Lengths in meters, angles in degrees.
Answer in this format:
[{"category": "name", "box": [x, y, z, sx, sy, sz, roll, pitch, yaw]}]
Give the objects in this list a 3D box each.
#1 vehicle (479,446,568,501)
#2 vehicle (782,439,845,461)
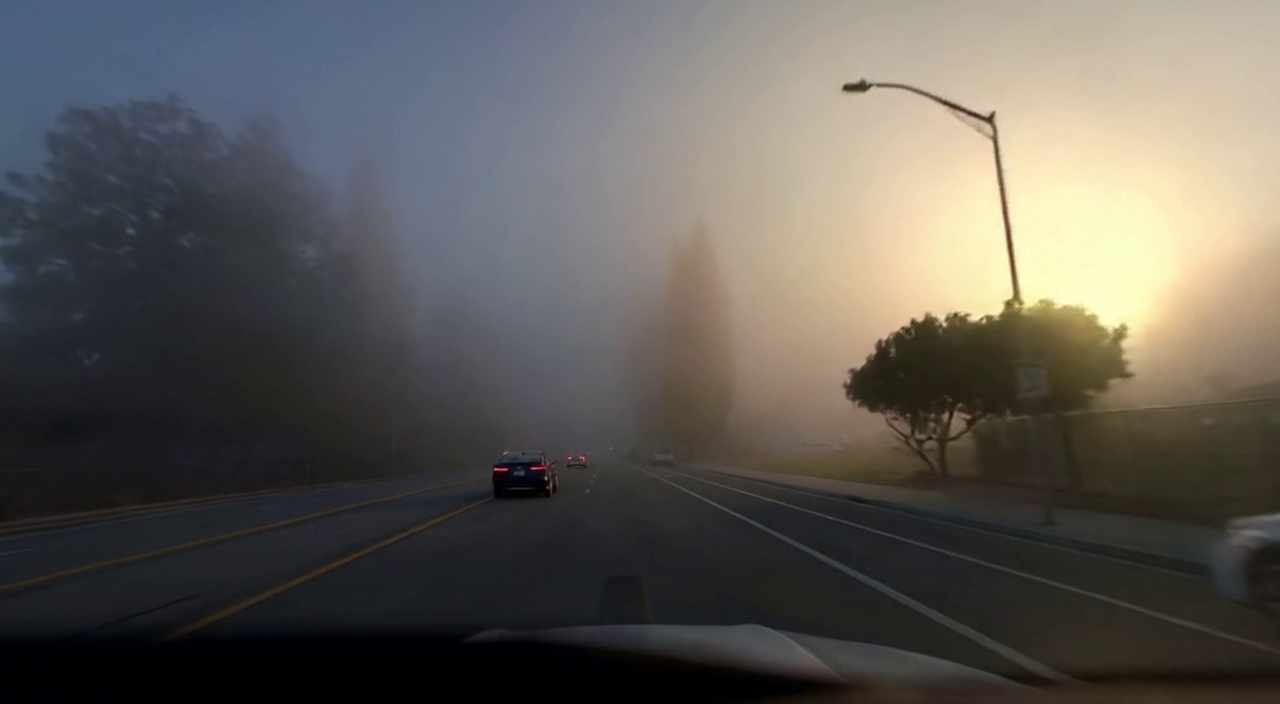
[{"category": "vehicle", "box": [-3.432, 3.640, 19.435, 2.099, 1.470, 4.302, 0, -8, -3]}, {"category": "vehicle", "box": [12.746, 7.192, 46.374, 3.965, 1.543, 2.021, 0, -8, -3]}]
